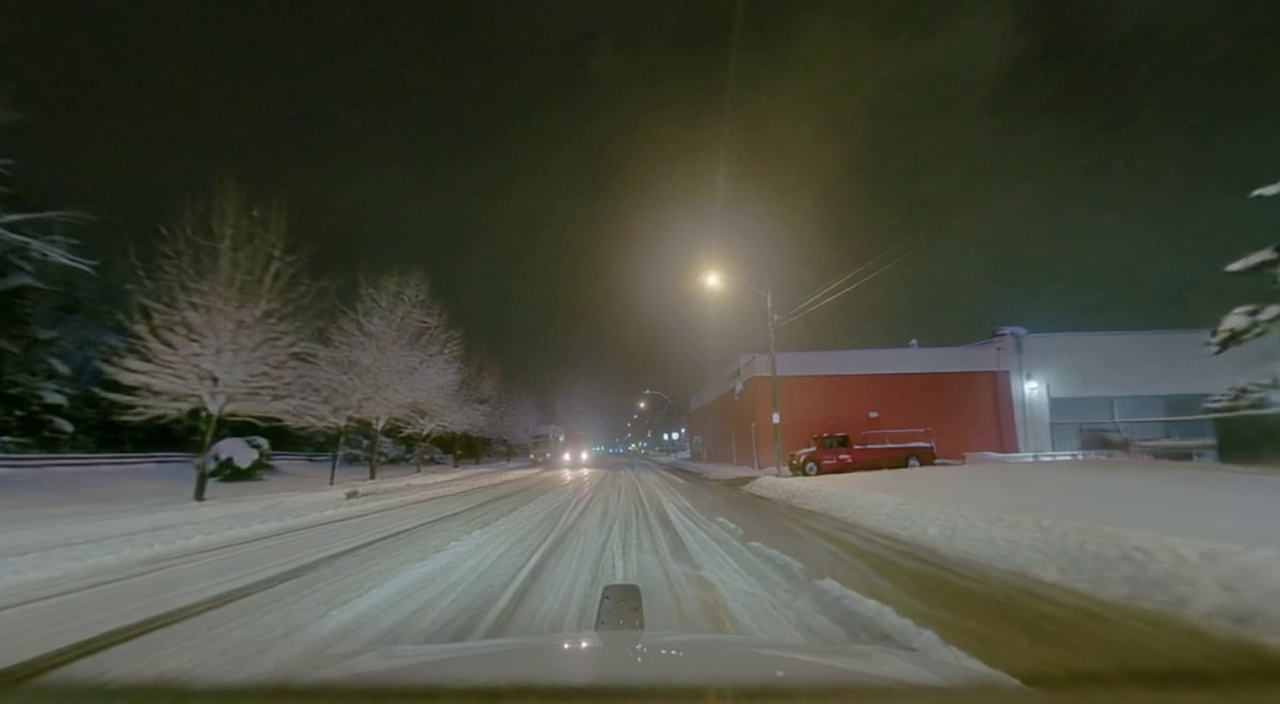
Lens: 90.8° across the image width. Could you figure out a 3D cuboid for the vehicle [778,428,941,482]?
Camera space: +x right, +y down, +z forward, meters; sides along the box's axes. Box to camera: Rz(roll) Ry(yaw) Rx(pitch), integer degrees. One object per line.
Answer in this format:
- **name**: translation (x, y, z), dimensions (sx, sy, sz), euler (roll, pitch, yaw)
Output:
- **vehicle**: translation (10.912, 5.175, 31.877), dimensions (7.188, 2.416, 2.528), euler (-1, -9, -3)
